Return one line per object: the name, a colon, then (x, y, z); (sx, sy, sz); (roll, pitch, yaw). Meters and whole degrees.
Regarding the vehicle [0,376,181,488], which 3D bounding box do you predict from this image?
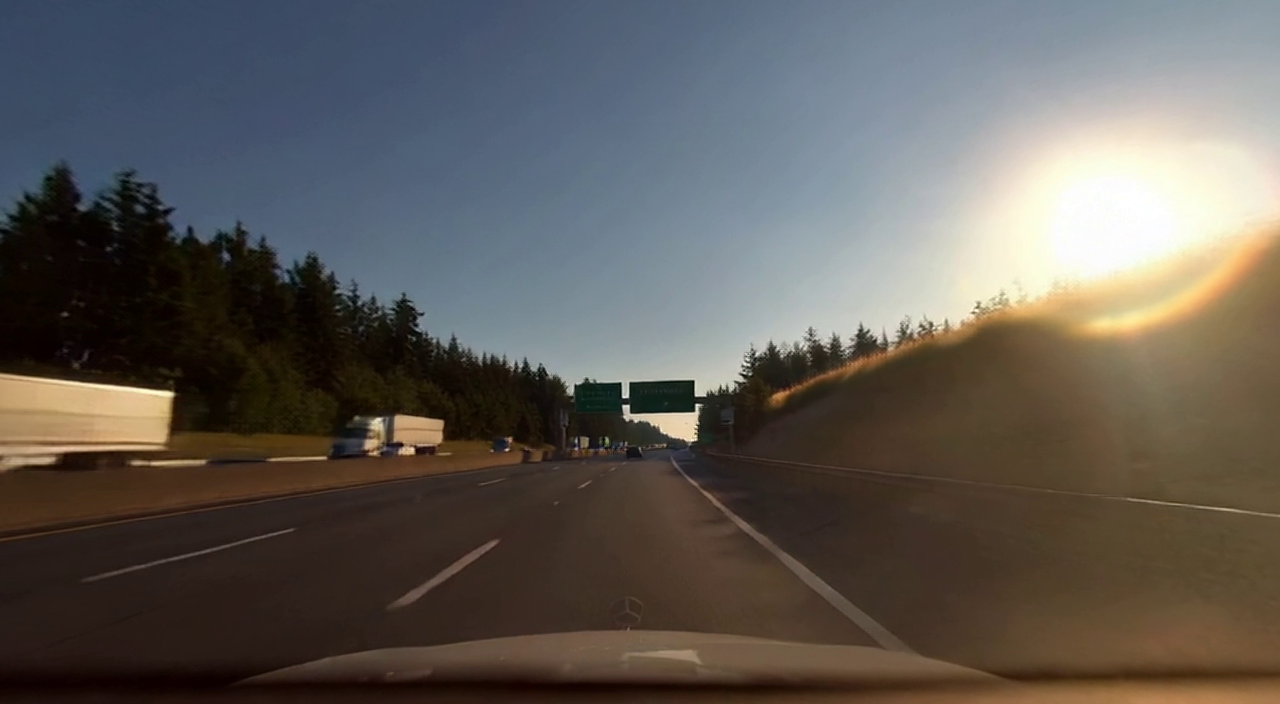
vehicle: (-23.218, 2.904, 22.648); (2.918, 3.747, 13.877); (0, -9, 1)
